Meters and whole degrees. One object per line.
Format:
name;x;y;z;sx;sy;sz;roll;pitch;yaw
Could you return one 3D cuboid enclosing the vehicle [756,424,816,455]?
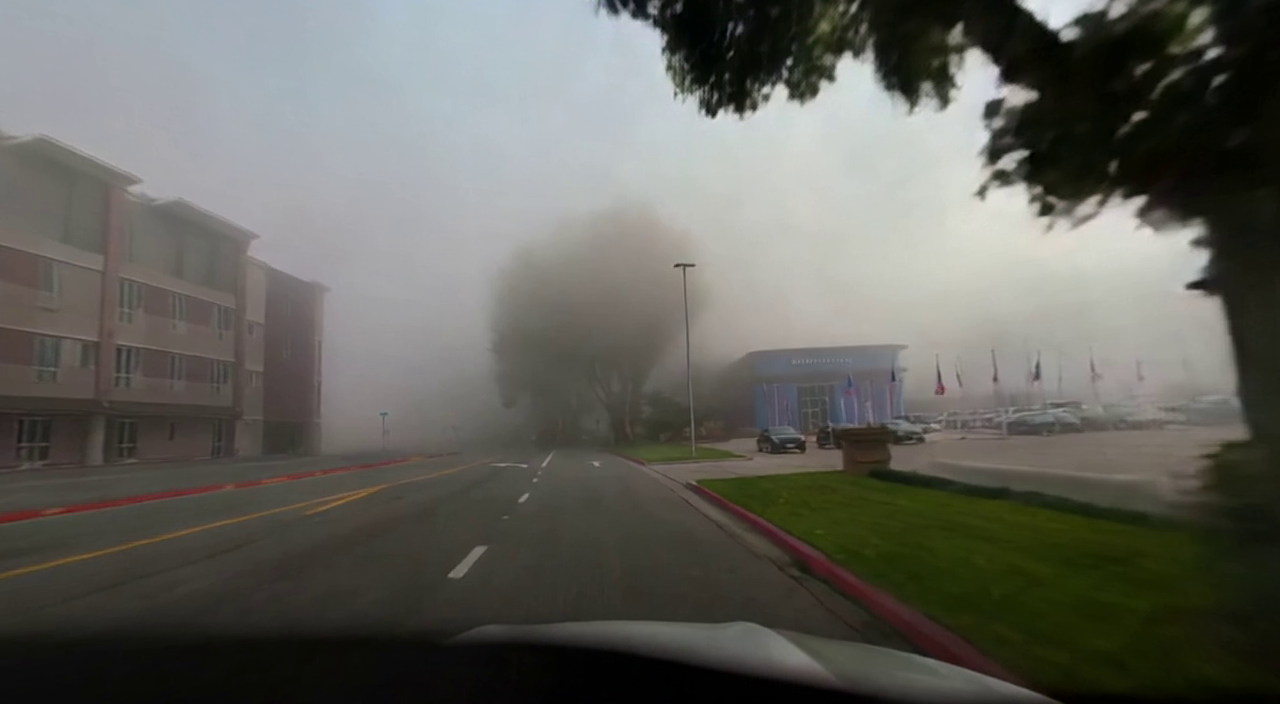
vehicle;7.460;4.524;32.579;1.769;1.516;3.520;0;-8;-9
